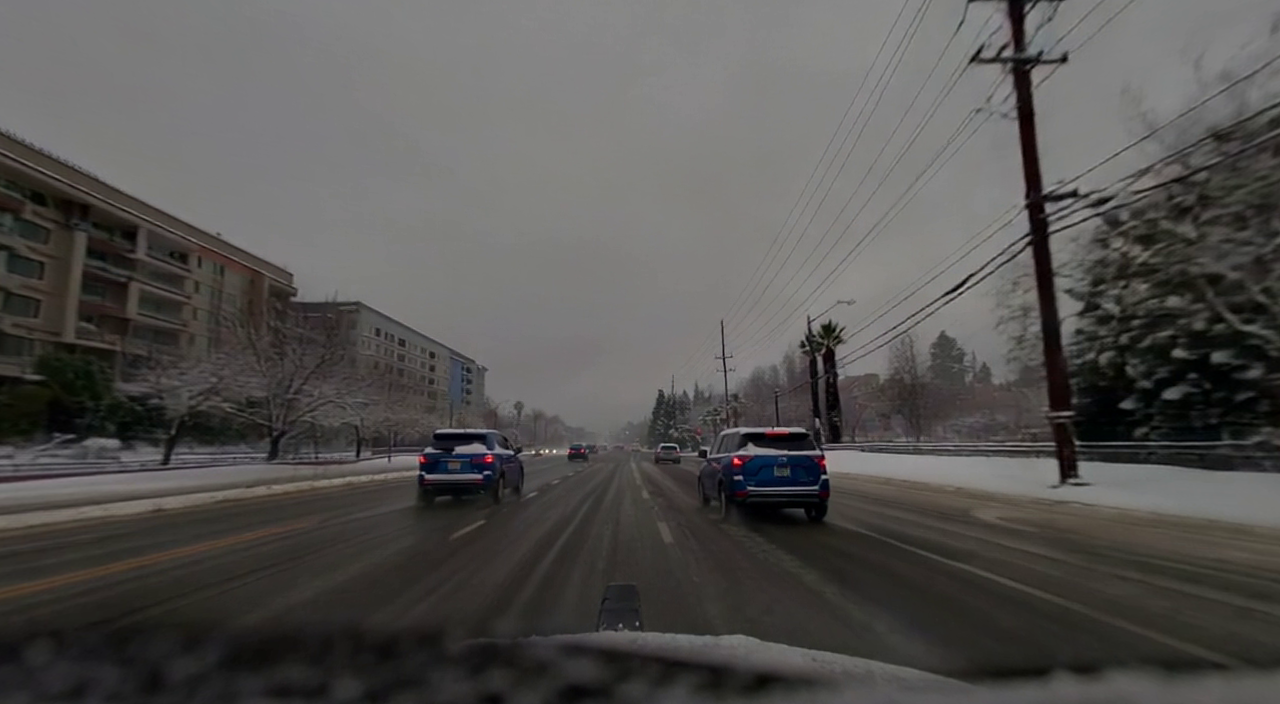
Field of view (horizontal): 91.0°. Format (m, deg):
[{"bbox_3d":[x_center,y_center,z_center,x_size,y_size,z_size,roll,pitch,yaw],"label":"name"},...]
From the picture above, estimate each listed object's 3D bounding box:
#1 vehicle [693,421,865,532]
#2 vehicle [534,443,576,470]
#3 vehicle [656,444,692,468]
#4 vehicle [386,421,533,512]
[{"bbox_3d":[2.368,2.275,12.047,2.198,1.706,4.166,0,-9,-2],"label":"vehicle"},{"bbox_3d":[-5.092,6.314,38.130,2.040,1.482,4.121,0,-9,-1],"label":"vehicle"},{"bbox_3d":[2.160,6.730,40.786,1.981,1.472,3.923,0,-9,-2],"label":"vehicle"},{"bbox_3d":[-4.066,2.684,15.190,2.169,1.796,4.821,0,-9,-1],"label":"vehicle"}]
